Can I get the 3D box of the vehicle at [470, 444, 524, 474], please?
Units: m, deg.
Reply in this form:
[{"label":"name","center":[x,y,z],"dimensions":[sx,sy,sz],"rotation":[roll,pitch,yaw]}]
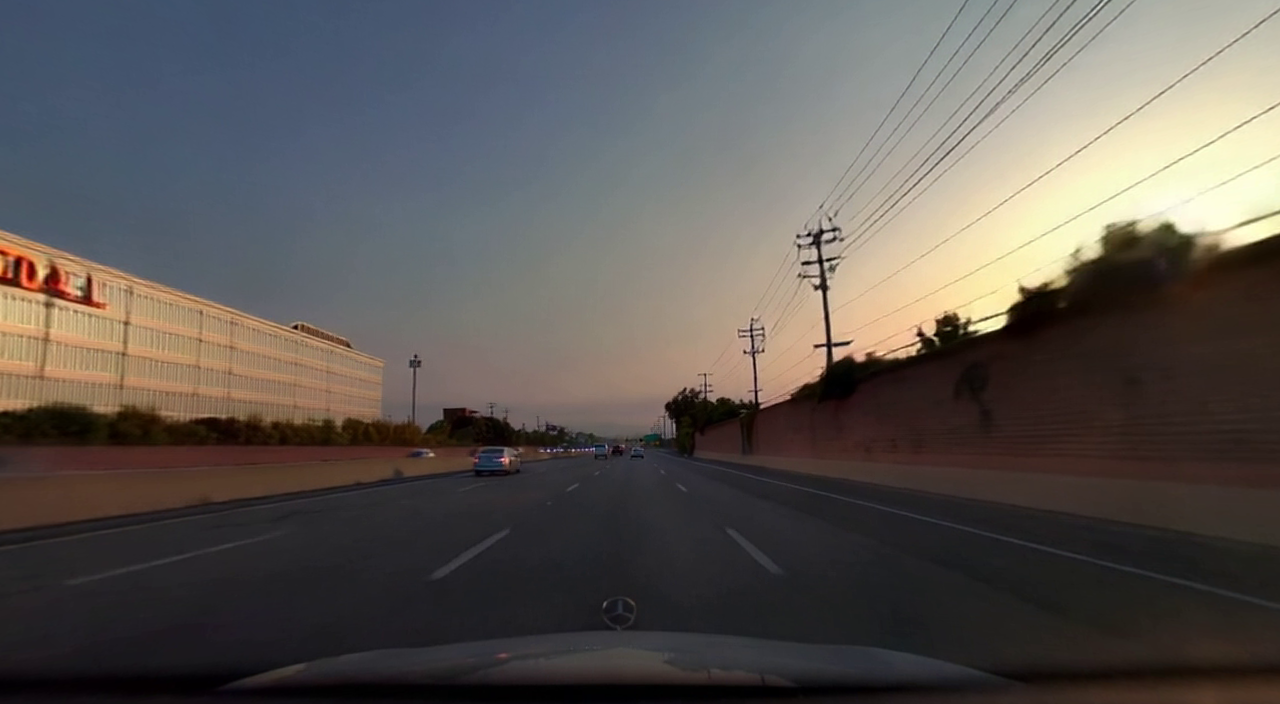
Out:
[{"label":"vehicle","center":[-7.837,5.889,35.023],"dimensions":[2.013,1.574,3.923],"rotation":[0,-8,0]}]
